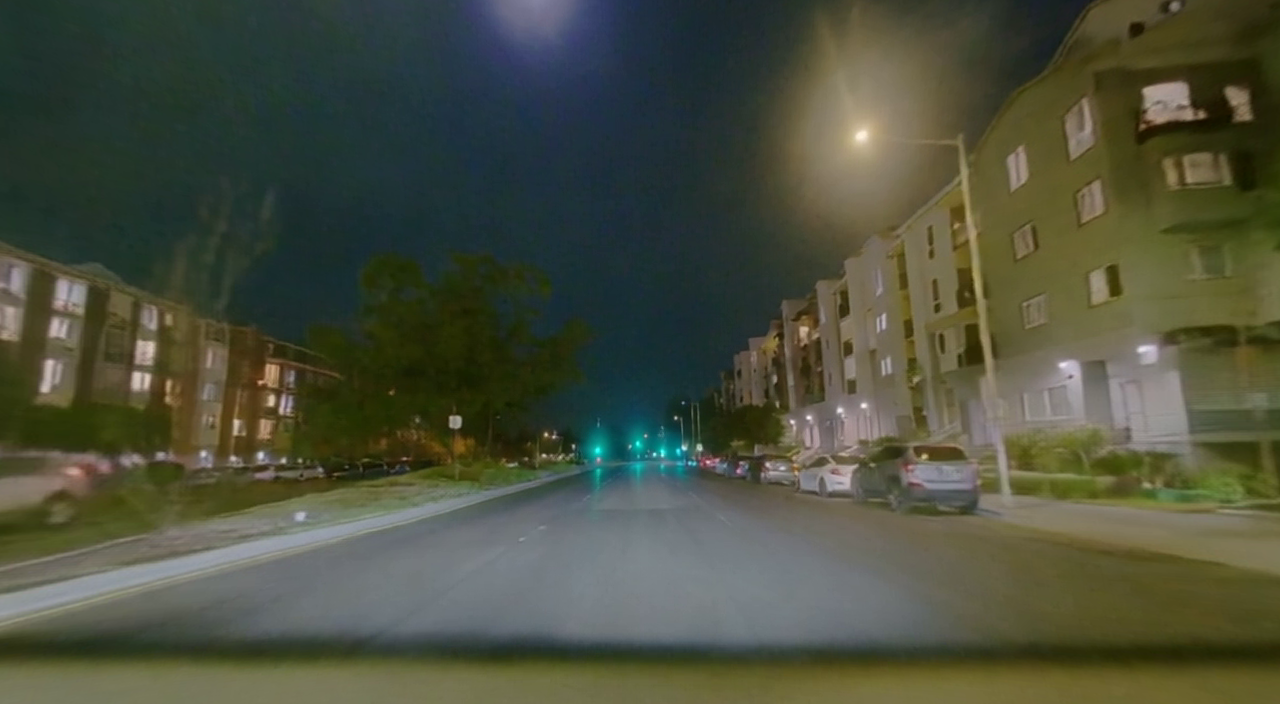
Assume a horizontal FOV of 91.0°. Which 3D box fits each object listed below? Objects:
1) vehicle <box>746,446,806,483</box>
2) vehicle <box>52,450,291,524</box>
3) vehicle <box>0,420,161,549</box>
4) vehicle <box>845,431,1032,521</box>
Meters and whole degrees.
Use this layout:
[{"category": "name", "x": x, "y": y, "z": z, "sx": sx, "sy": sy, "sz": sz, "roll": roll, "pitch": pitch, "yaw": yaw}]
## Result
[{"category": "vehicle", "x": 6.850, "y": 5.702, "z": 32.125, "sx": 2.078, "sy": 1.699, "sz": 4.292, "roll": 0, "pitch": -9, "yaw": 0}, {"category": "vehicle", "x": -11.800, "y": 3.400, "z": 16.458, "sx": 2.629, "sy": 1.623, "sz": 4.633, "roll": 0, "pitch": -9, "yaw": 1}, {"category": "vehicle", "x": -11.814, "y": 2.253, "z": 10.768, "sx": 2.445, "sy": 2.105, "sz": 5.995, "roll": 0, "pitch": -9, "yaw": 0}, {"category": "vehicle", "x": 7.099, "y": 2.996, "z": 15.741, "sx": 2.241, "sy": 1.877, "sz": 4.810, "roll": 0, "pitch": -9, "yaw": 0}]
